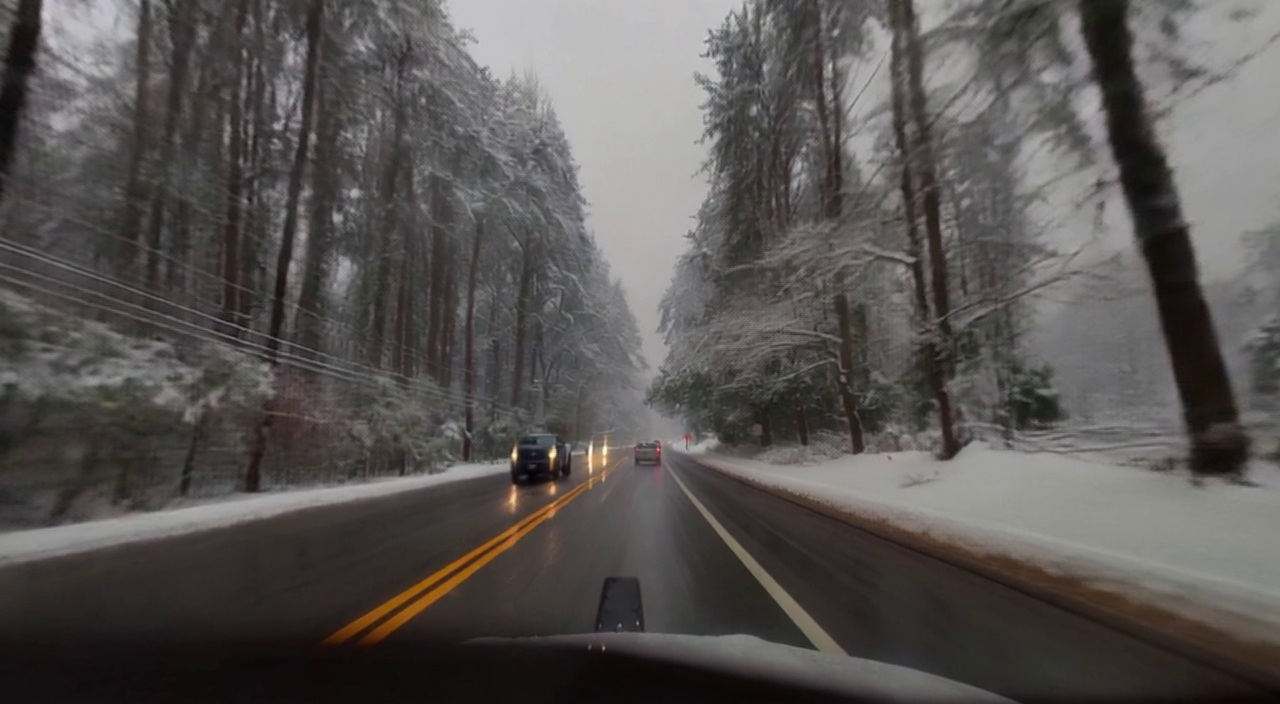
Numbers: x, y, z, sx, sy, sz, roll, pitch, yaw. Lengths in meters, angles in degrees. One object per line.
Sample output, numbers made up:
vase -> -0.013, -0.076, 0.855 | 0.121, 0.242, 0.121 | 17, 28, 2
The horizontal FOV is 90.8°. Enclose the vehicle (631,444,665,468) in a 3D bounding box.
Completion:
vehicle -> 0.526, 6.772, 41.232 | 2.067, 1.486, 3.861 | -1, -9, 1

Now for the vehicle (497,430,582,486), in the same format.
vehicle -> -3.950, 4.347, 26.029 | 2.461, 2.030, 5.478 | -1, -9, 2

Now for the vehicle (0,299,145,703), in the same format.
vehicle -> -4.689, 0.520, 1.335 | 2.479, 2.208, 5.780 | -1, -9, 1
